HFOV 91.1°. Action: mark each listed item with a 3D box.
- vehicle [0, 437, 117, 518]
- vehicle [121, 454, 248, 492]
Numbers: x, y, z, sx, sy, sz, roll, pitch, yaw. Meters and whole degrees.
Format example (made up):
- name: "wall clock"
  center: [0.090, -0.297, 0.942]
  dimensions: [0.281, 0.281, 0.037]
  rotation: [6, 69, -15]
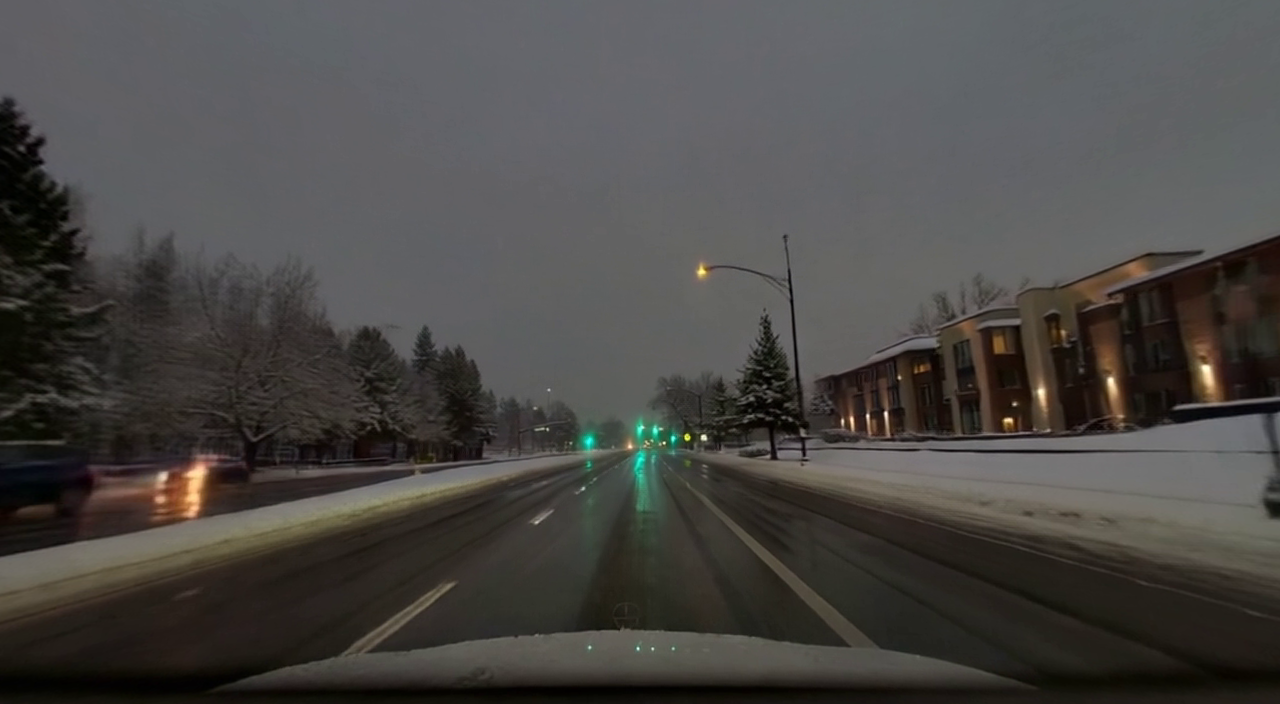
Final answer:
- name: "vehicle"
  center: [-14.731, 2.795, 14.066]
  dimensions: [1.936, 1.718, 4.643]
  rotation: [0, -8, 1]
- name: "vehicle"
  center: [-19.304, 5.118, 26.944]
  dimensions: [1.832, 1.432, 4.855]
  rotation: [0, -9, 0]
